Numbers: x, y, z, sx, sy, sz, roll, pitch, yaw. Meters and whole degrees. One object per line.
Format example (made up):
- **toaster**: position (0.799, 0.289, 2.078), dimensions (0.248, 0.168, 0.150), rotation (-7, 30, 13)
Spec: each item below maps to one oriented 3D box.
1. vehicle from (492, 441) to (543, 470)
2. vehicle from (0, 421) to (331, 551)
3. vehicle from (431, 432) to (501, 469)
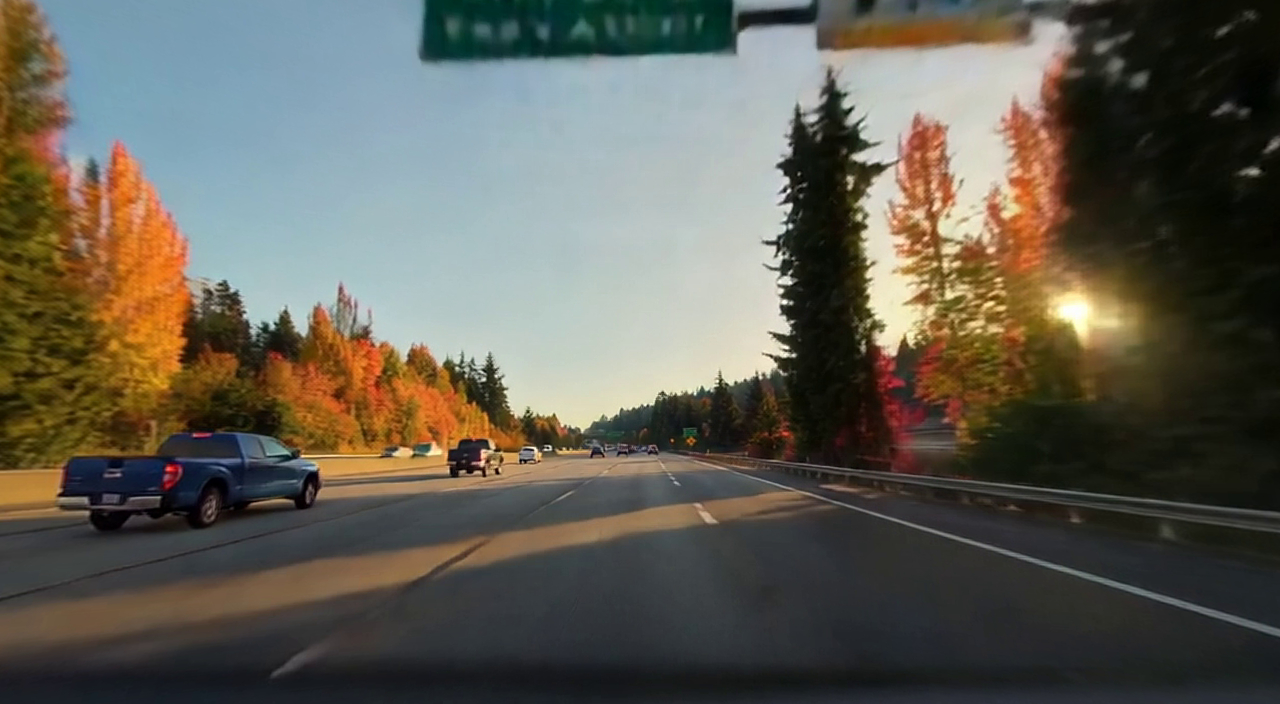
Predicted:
- **vehicle**: position (-6.717, 5.720, 34.988), dimensions (1.919, 1.499, 4.234), rotation (0, -8, 1)
- **vehicle**: position (-7.160, 1.984, 10.101), dimensions (1.965, 1.567, 4.686), rotation (0, -8, 1)
- **vehicle**: position (-10.293, 5.891, 37.906), dimensions (2.347, 1.984, 5.778), rotation (0, -8, 2)
